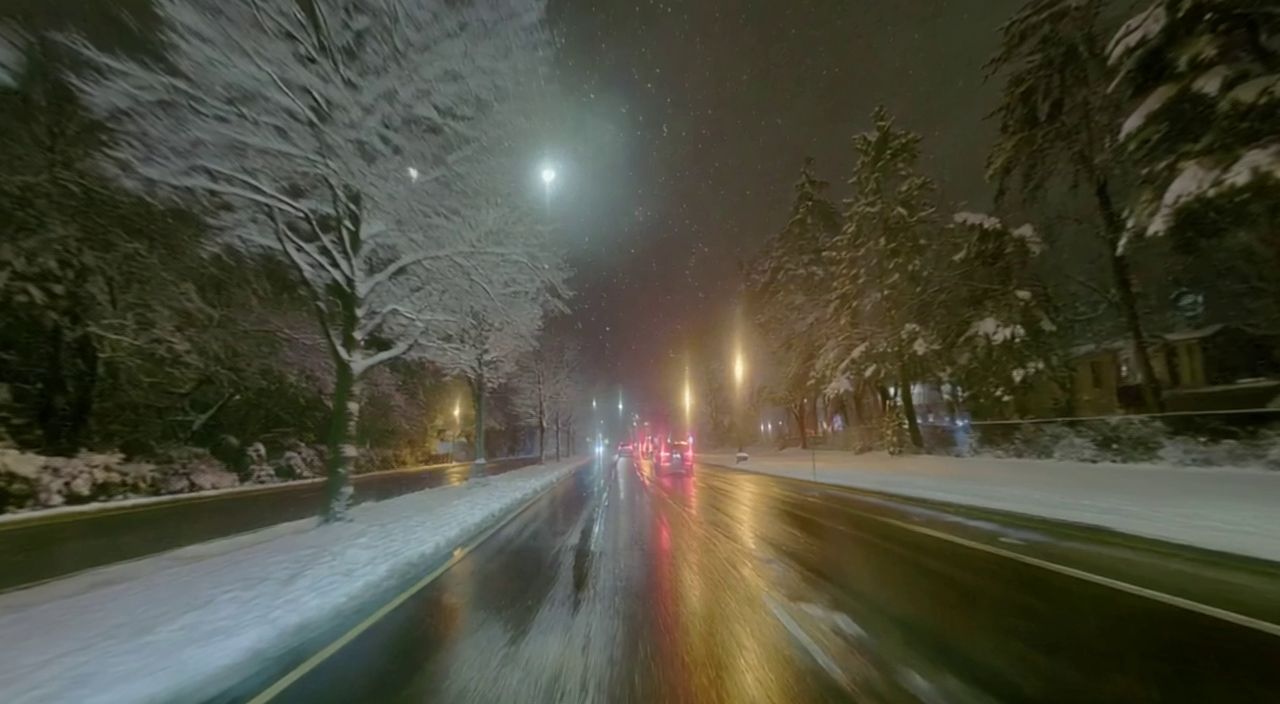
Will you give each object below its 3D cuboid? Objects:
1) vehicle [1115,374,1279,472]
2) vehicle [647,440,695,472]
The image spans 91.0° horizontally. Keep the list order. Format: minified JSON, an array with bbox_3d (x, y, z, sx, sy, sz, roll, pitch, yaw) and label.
[{"bbox_3d":[21.970,2.698,23.097,2.286,3.163,8.614,0,-8,0],"label":"vehicle"},{"bbox_3d":[1.544,5.390,32.915,2.044,1.537,4.528,0,-8,-3],"label":"vehicle"}]
